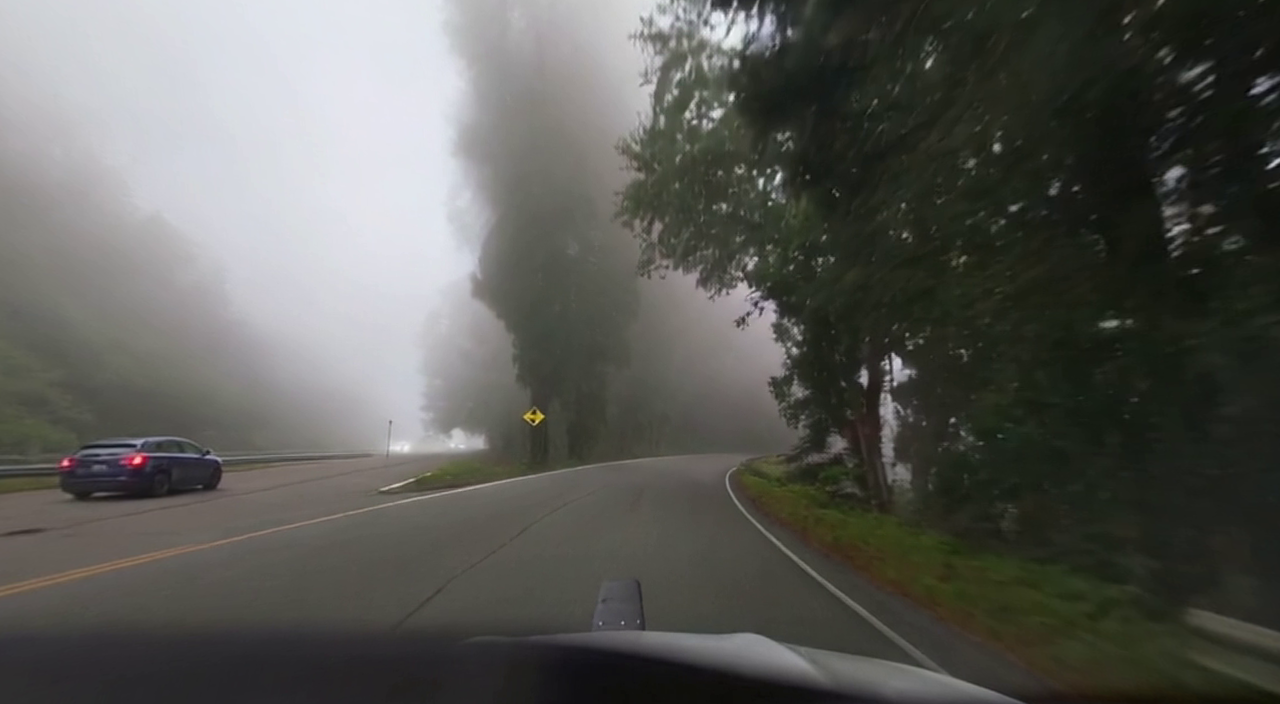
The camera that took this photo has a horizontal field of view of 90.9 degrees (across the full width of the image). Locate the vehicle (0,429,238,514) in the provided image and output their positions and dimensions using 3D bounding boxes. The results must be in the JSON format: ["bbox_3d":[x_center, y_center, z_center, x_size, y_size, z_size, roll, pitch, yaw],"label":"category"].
[{"bbox_3d":[-11.189,2.547,13.967,2.015,1.517,4.991,1,-9,-10],"label":"vehicle"}]
